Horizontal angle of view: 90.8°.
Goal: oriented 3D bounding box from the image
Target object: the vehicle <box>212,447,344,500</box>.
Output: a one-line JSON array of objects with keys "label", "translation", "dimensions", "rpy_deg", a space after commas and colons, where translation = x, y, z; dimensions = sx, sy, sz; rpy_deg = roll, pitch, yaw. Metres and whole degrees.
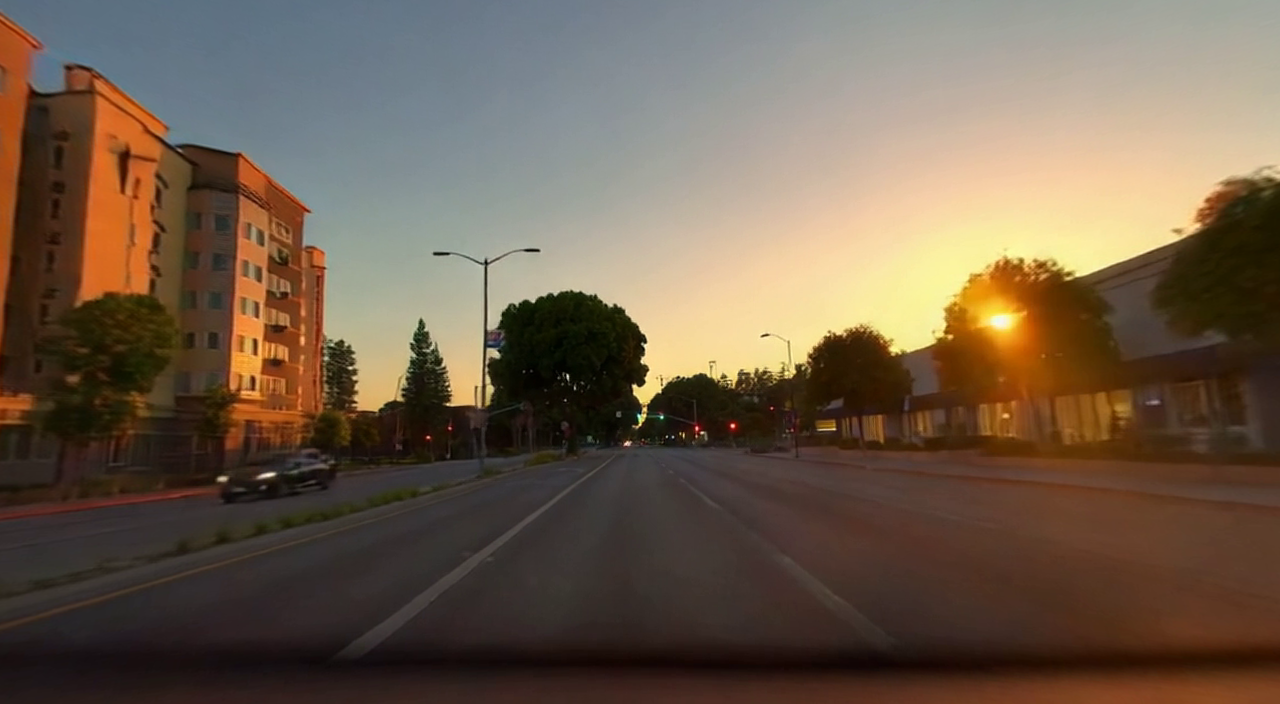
[{"label": "vehicle", "translation": [-12.802, 4.281, 22.779], "dimensions": [2.090, 1.691, 4.497], "rpy_deg": [0, -8, 0]}]
